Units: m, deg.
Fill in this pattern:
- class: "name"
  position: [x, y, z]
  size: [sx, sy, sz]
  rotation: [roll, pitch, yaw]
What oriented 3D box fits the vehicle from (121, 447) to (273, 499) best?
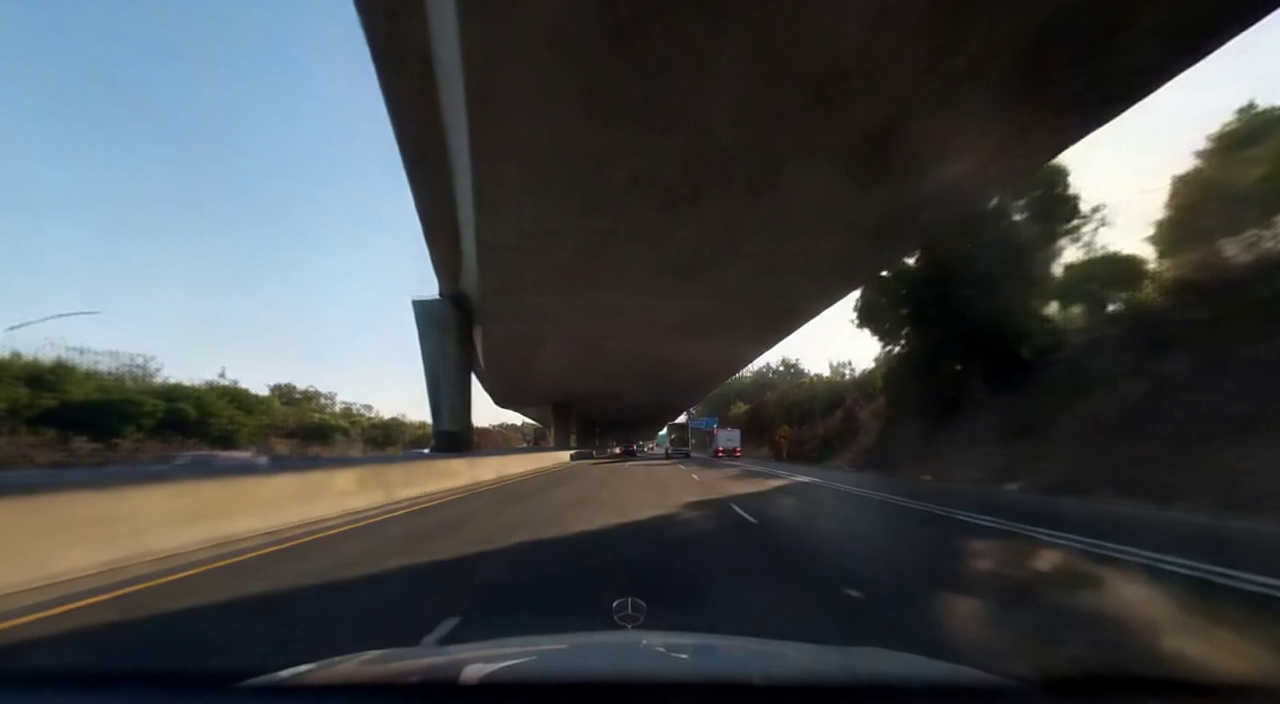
- class: "vehicle"
  position: [-15.193, 4.124, 21.943]
  size: [1.905, 1.556, 4.576]
  rotation: [0, -8, 1]
